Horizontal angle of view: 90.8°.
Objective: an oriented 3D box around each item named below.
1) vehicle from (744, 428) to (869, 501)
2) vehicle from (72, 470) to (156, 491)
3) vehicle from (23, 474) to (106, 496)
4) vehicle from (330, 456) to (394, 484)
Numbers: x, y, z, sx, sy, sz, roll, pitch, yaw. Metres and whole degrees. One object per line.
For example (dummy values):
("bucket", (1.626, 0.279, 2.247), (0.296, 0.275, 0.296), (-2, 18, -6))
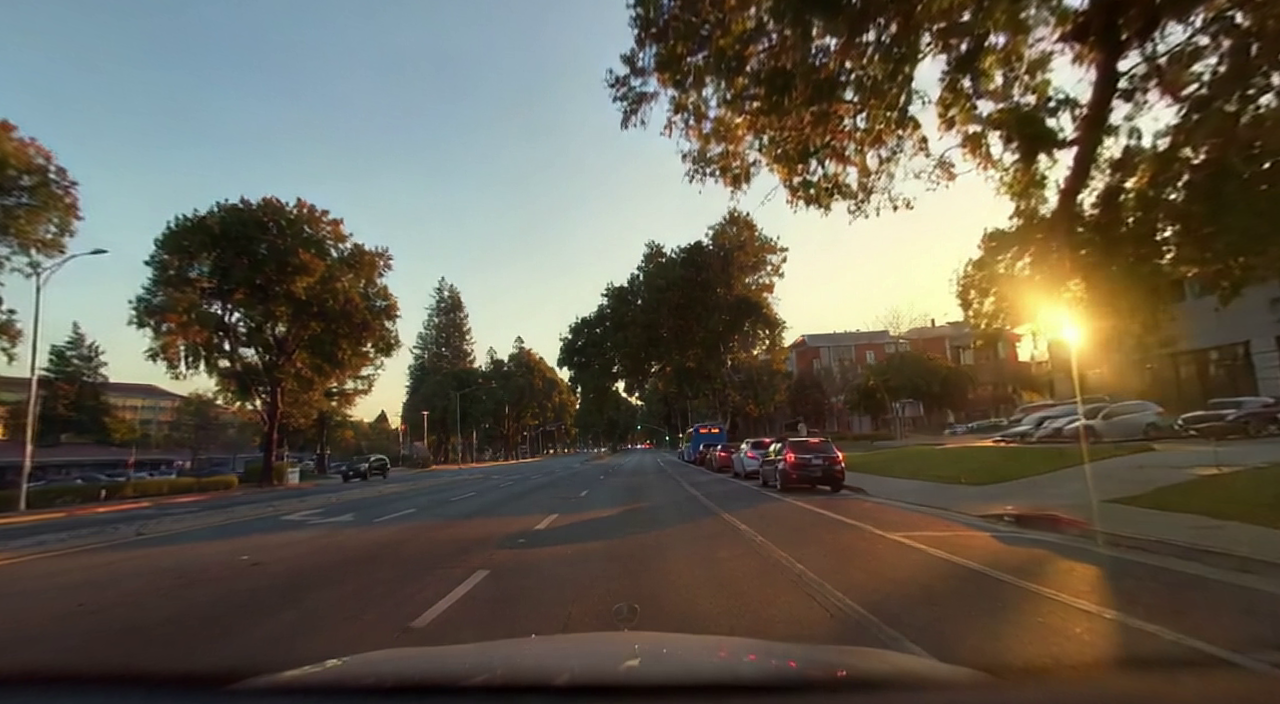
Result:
("vehicle", (4.430, 3.069, 17.715), (2.094, 1.731, 4.763), (0, -8, -1))
("vehicle", (-41.383, 10.089, 49.793), (4.609, 1.553, 2.129), (0, -10, -2))
("vehicle", (-42.218, 9.745, 46.415), (4.357, 1.435, 1.816), (0, -9, 2))
("vehicle", (-19.585, 8.316, 44.781), (2.166, 1.804, 4.897), (-1, -8, 3))
